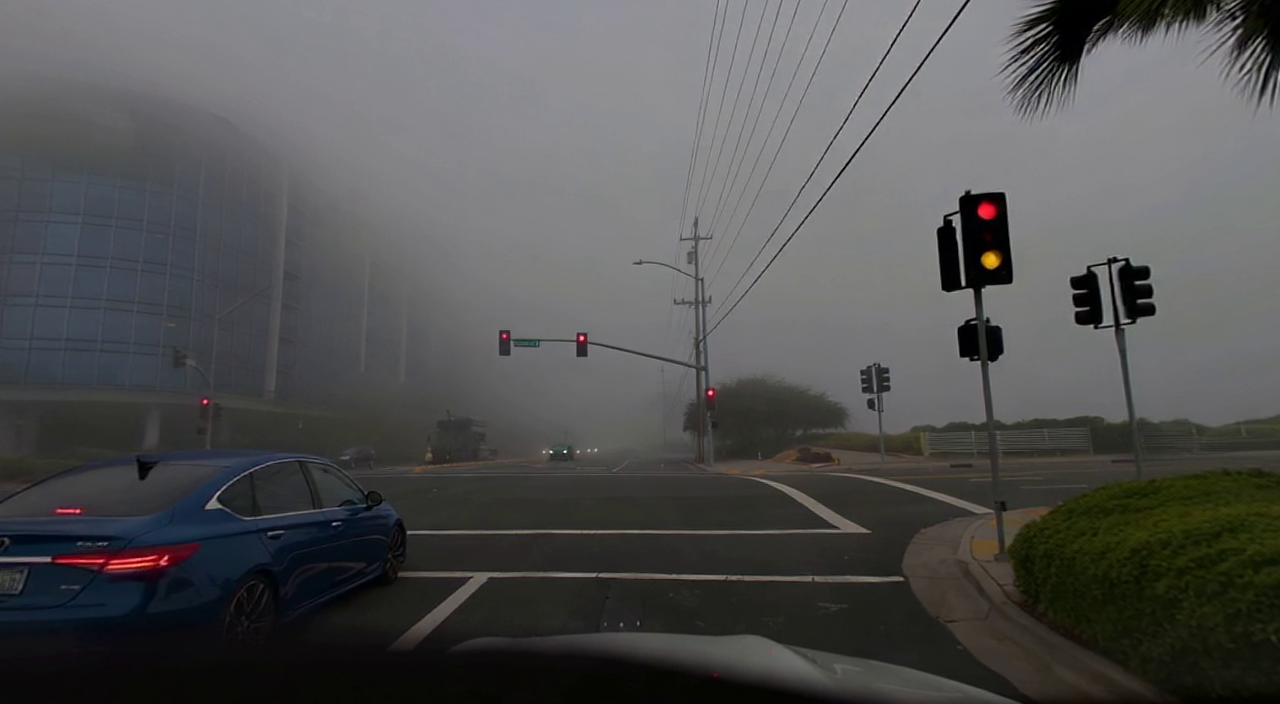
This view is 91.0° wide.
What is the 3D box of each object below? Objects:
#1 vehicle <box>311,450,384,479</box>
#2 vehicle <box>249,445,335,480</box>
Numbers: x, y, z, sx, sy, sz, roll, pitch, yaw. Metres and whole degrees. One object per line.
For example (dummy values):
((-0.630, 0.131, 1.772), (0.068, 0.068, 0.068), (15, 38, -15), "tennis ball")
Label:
((-15.375, 5.923, 33.298), (1.875, 1.389, 3.784), (0, -9, 3), "vehicle")
((-19.100, 6.062, 34.831), (2.017, 1.739, 4.569), (0, -9, 1), "vehicle")
